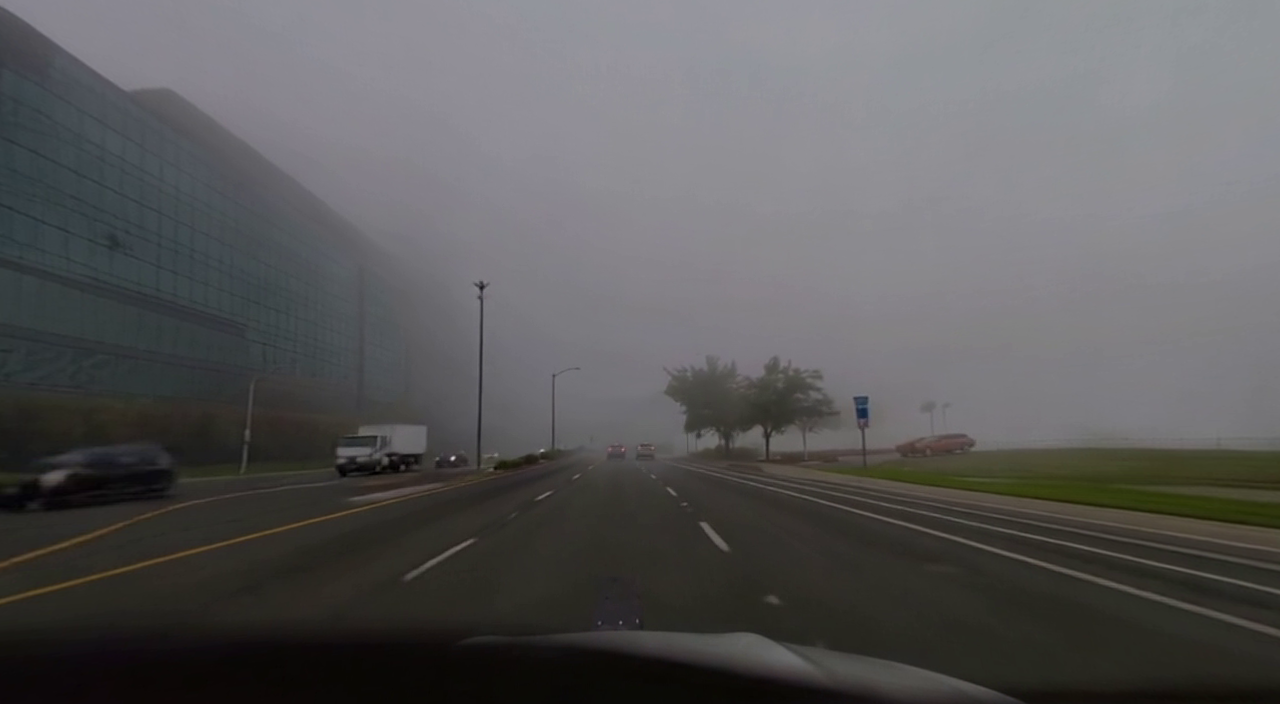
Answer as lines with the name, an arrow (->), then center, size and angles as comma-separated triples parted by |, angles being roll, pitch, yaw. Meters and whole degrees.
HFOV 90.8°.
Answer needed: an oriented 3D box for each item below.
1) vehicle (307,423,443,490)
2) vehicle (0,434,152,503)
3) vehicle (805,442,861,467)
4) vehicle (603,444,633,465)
vehicle -> -8.908, 3.601, 22.020 | 2.631, 1.990, 5.787 | 1, -9, -5
vehicle -> -15.922, 3.055, 16.991 | 1.975, 1.596, 4.555 | 0, -8, -1
vehicle -> 12.641, 6.729, 41.733 | 2.024, 1.575, 4.498 | 1, -8, -4
vehicle -> -1.642, 7.484, 46.435 | 2.080, 1.445, 4.096 | 0, -8, -3
